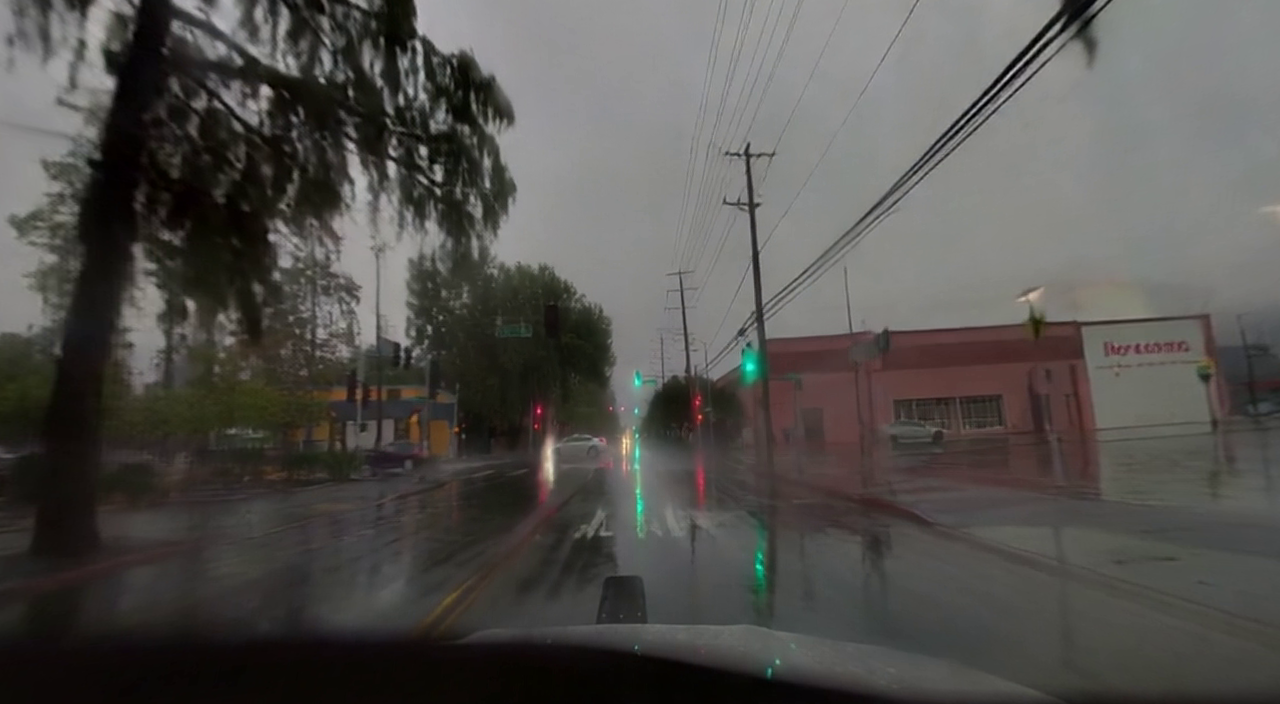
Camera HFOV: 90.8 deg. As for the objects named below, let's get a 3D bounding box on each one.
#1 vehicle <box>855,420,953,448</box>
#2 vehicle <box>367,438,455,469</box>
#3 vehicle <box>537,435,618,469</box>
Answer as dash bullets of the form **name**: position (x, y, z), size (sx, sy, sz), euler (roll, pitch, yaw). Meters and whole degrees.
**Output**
- **vehicle**: position (14.683, 4.595, 35.289), size (4.632, 1.484, 1.907), euler (0, -8, -1)
- **vehicle**: position (-13.445, 5.981, 37.218), size (4.472, 1.736, 1.874), euler (-2, -9, 11)
- **vehicle**: position (-3.143, 4.855, 30.844), size (2.118, 1.478, 4.624), euler (5, -10, -31)
